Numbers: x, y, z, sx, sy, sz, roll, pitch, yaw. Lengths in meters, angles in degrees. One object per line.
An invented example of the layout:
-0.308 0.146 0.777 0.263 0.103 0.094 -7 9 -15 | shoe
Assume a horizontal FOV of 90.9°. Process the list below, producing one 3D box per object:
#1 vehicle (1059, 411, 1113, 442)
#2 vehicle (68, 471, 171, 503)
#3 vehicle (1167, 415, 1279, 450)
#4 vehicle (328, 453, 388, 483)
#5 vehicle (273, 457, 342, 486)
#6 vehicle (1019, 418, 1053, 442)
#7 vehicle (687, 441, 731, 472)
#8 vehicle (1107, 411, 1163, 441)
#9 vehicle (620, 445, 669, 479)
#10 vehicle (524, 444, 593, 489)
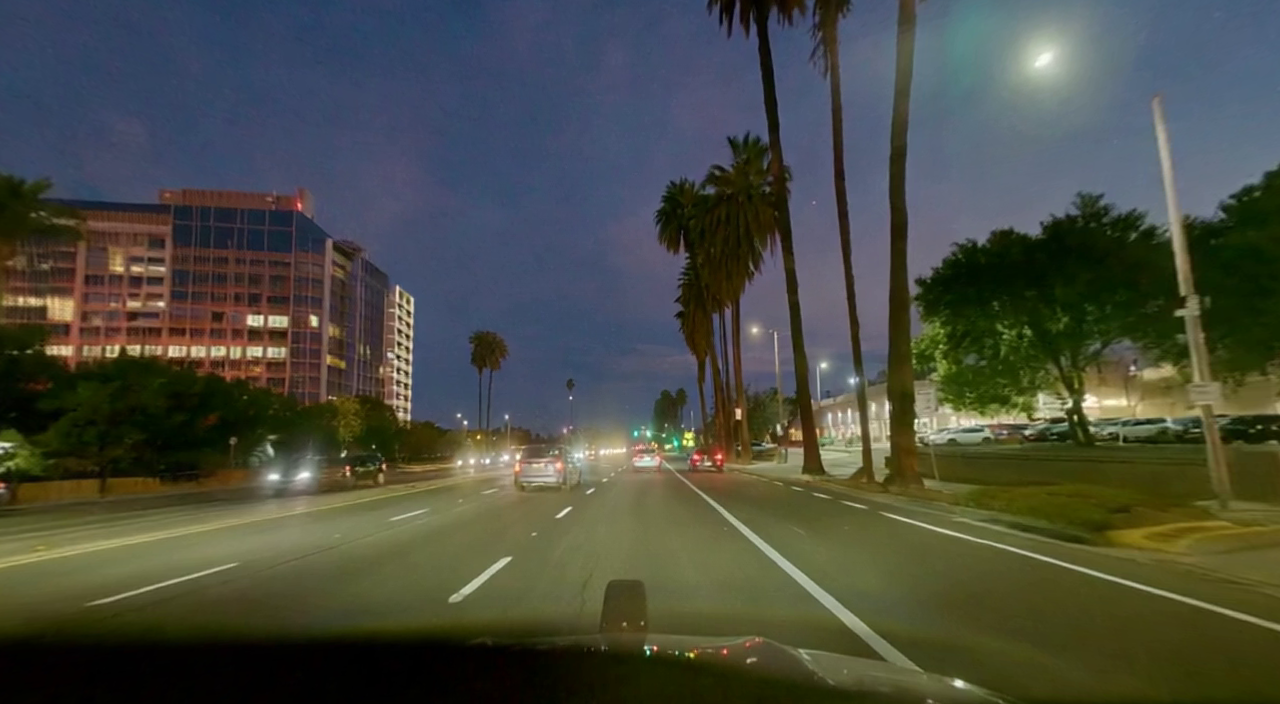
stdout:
27.762 4.731 39.368 2.102 1.779 4.903 -5 -10 28 | vehicle
-28.896 7.461 35.188 1.838 1.469 4.556 -1 -9 1 | vehicle
27.276 3.715 28.822 1.815 1.463 4.379 3 -9 -21 | vehicle
-17.149 7.053 38.574 1.831 1.611 3.912 0 -9 1 | vehicle
-20.848 7.491 39.724 1.954 1.588 4.170 -1 -9 1 | vehicle
27.932 5.554 44.526 1.781 1.592 3.879 -5 -10 30 | vehicle
4.151 6.363 38.557 2.108 1.785 4.334 0 -9 -1 | vehicle
30.572 4.615 39.032 1.955 1.709 4.014 -5 -10 28 | vehicle
0.228 5.167 29.885 2.147 1.507 3.953 0 -8 0 | vehicle
-2.935 4.206 23.605 1.908 1.505 4.369 -1 -8 1 | vehicle
